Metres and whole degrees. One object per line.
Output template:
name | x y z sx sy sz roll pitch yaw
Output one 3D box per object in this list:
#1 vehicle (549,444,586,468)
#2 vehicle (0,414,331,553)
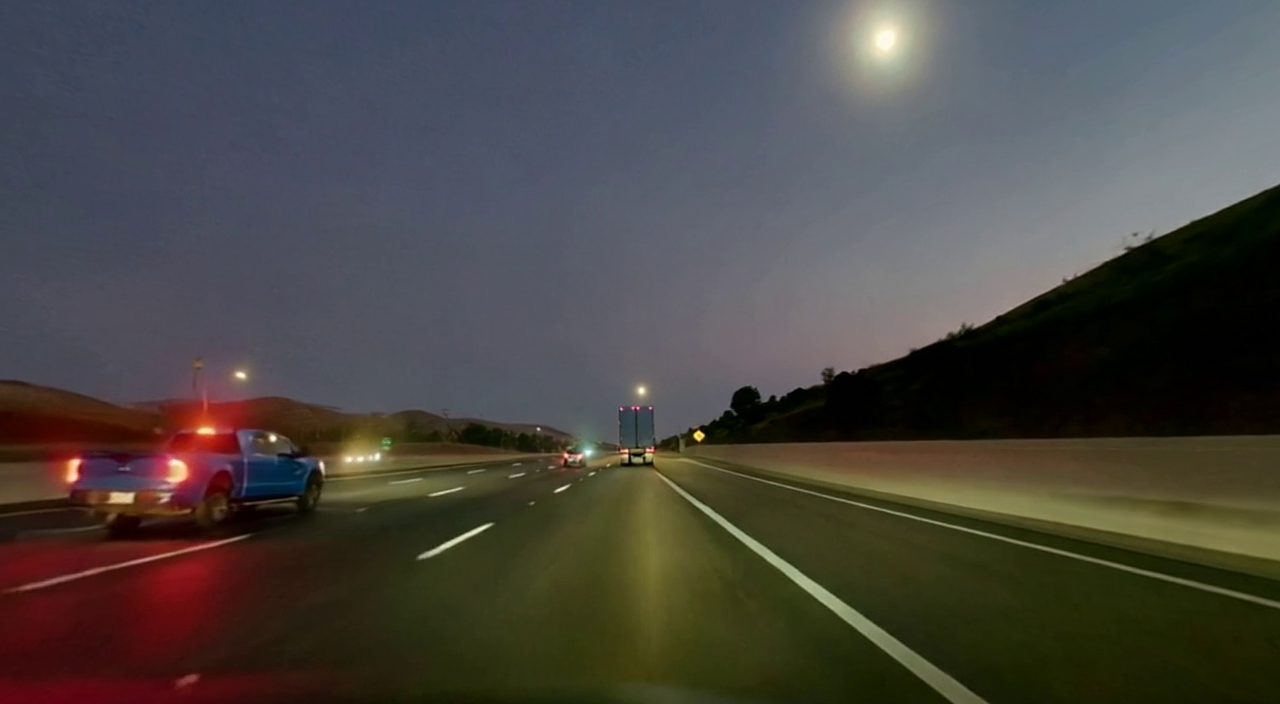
vehicle | -4.855 7.017 42.732 1.983 1.508 4.060 0 -9 0
vehicle | -7.902 2.155 11.154 2.113 1.837 5.339 0 -9 0
